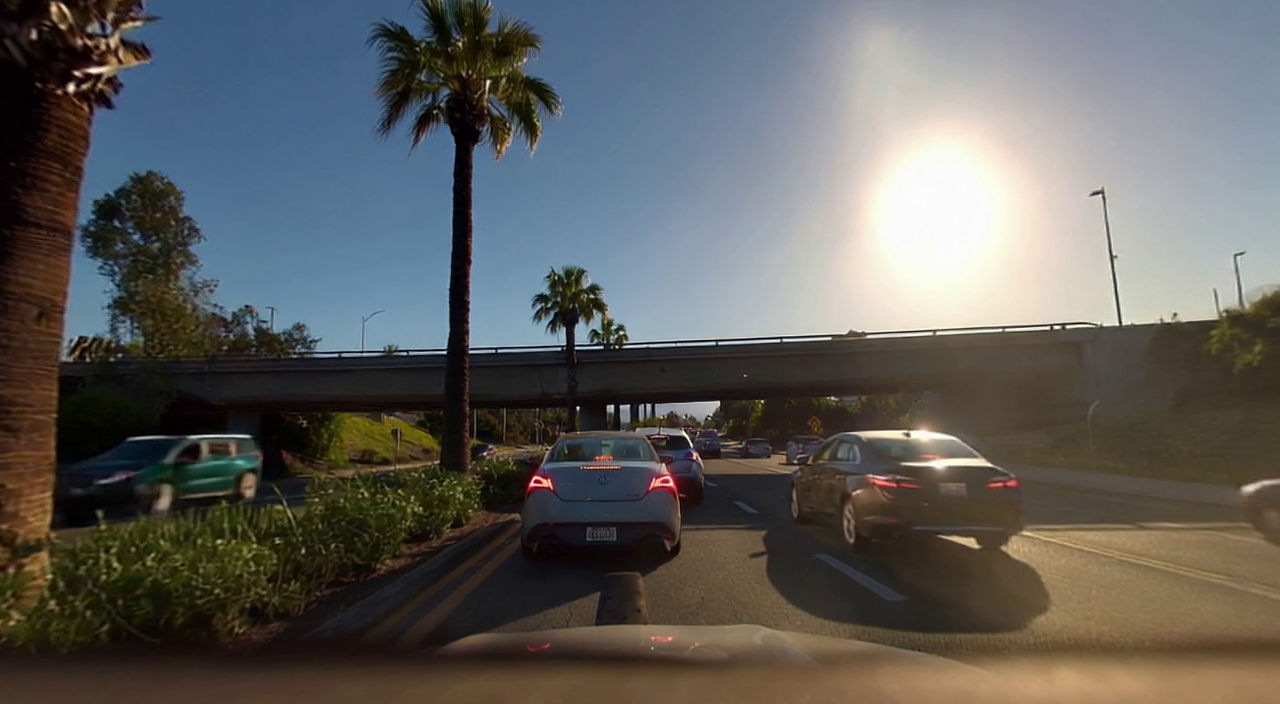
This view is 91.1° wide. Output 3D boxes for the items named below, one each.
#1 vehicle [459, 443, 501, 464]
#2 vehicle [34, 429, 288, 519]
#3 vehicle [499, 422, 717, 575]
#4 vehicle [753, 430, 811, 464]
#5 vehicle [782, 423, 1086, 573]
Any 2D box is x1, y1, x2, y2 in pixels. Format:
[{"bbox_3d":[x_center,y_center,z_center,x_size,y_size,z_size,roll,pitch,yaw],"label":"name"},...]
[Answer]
[{"bbox_3d":[-12.302,7.808,48.529,1.933,1.486,4.449,0,-8,1],"label":"vehicle"},{"bbox_3d":[-12.582,3.219,17.250,2.386,1.943,5.700,-3,-9,2],"label":"vehicle"},{"bbox_3d":[-0.261,1.760,8.319,2.172,1.506,4.018,0,-9,2],"label":"vehicle"},{"bbox_3d":[8.088,5.494,36.275,2.242,1.817,4.837,0,-9,0],"label":"vehicle"},{"bbox_3d":[3.562,1.858,8.907,2.034,1.517,4.840,0,-9,1],"label":"vehicle"}]
